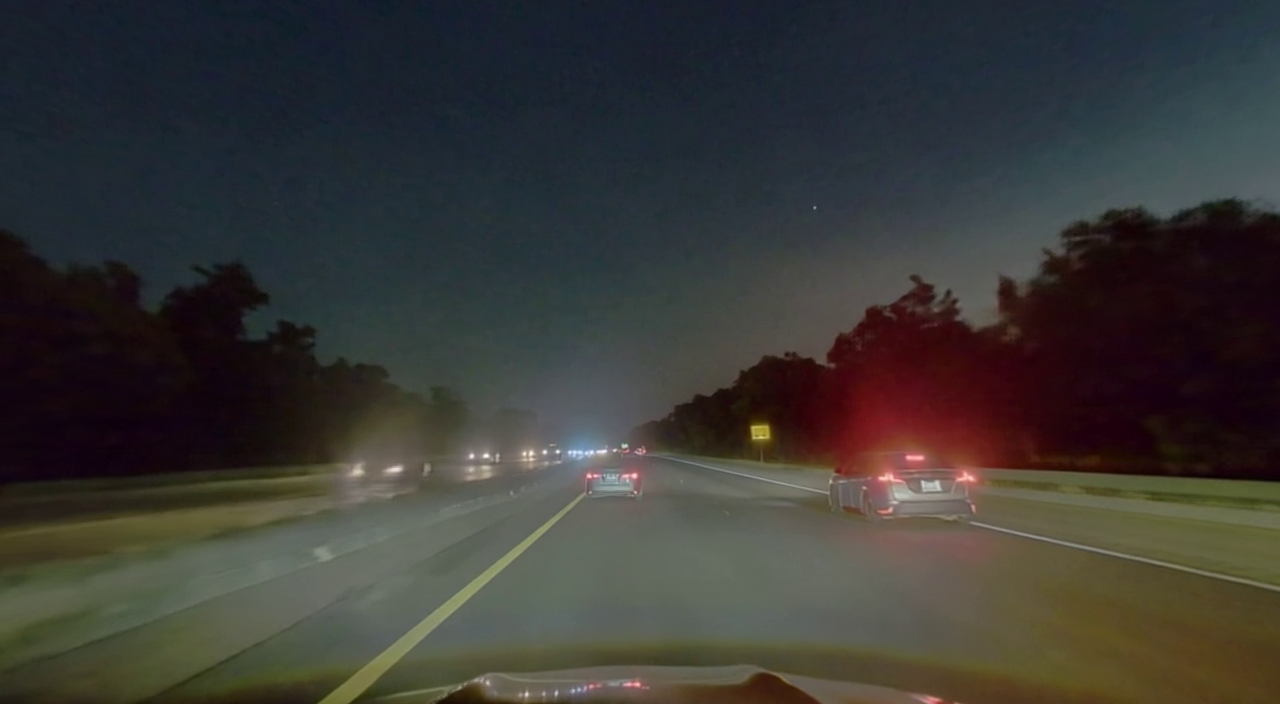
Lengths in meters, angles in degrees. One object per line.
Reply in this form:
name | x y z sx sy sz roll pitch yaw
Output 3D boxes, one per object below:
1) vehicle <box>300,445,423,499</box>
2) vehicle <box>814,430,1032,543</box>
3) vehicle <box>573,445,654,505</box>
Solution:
vehicle | -8.799 3.805 20.317 1.899 1.522 4.578 0 -9 -1
vehicle | 4.511 2.179 10.726 1.910 1.554 3.718 0 -9 -1
vehicle | -0.689 3.404 17.780 2.013 1.479 4.169 0 -9 -1
